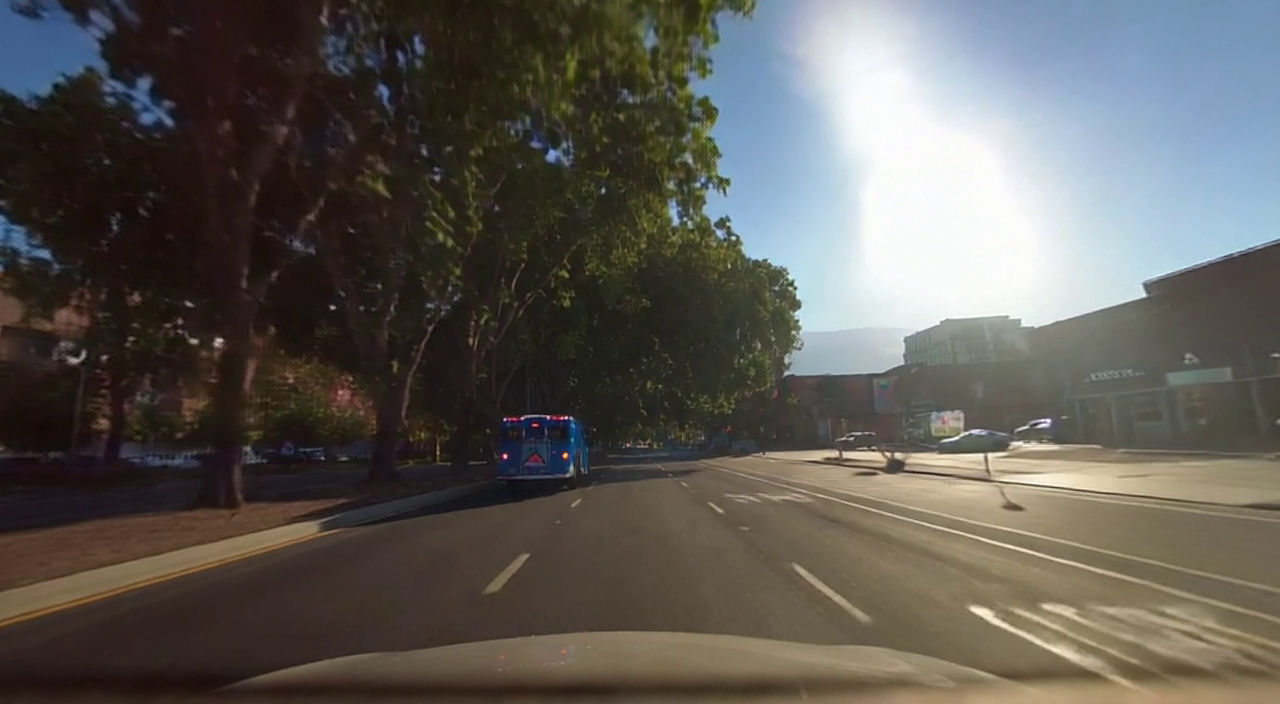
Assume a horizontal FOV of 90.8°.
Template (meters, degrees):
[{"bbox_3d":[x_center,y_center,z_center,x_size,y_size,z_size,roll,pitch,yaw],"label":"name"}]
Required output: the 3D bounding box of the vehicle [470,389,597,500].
[{"bbox_3d":[-2.884,2.759,18.866,2.633,2.787,5.796,-1,-9,1],"label":"vehicle"}]
